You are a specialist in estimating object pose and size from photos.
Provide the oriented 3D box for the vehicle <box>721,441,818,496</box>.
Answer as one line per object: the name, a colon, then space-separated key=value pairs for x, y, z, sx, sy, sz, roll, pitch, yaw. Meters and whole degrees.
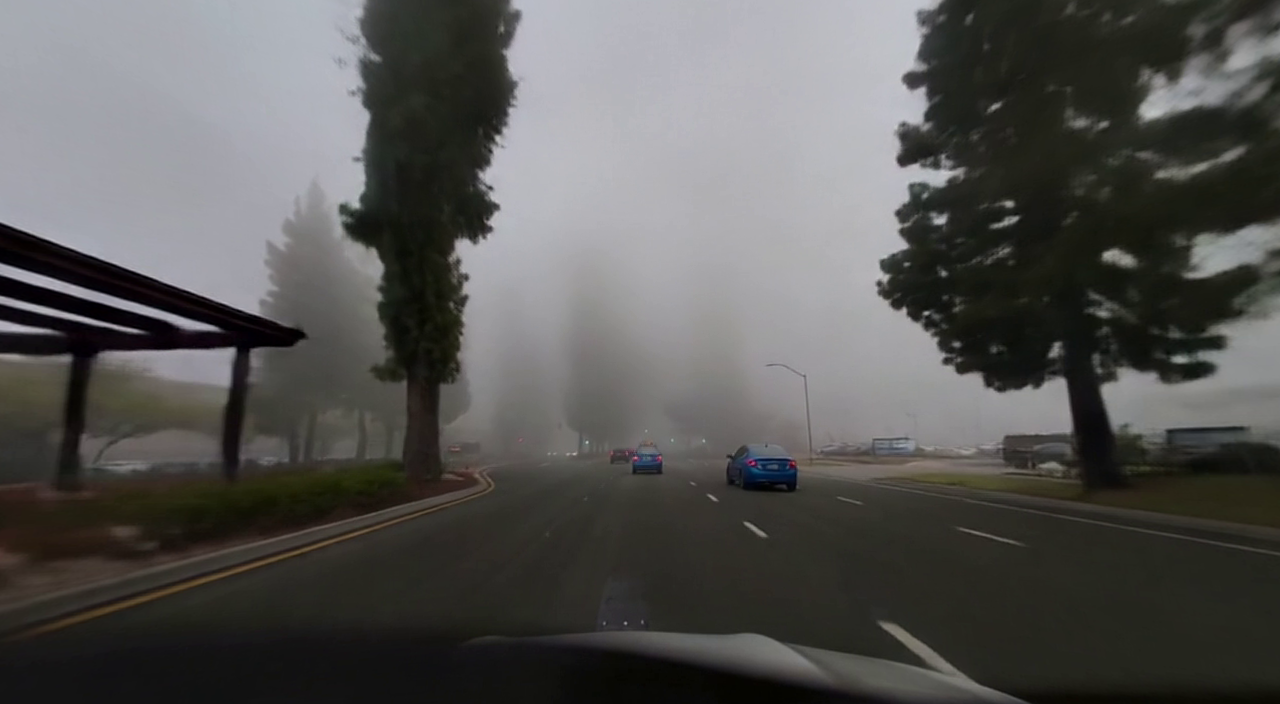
vehicle: x=3.876 y=3.577 z=19.729 sx=2.067 sy=1.497 sz=4.327 roll=0 pitch=-9 yaw=0

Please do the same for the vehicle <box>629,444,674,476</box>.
vehicle: x=0.575 y=5.510 z=32.331 sx=2.144 sy=1.505 sz=4.128 roll=0 pitch=-9 yaw=0
